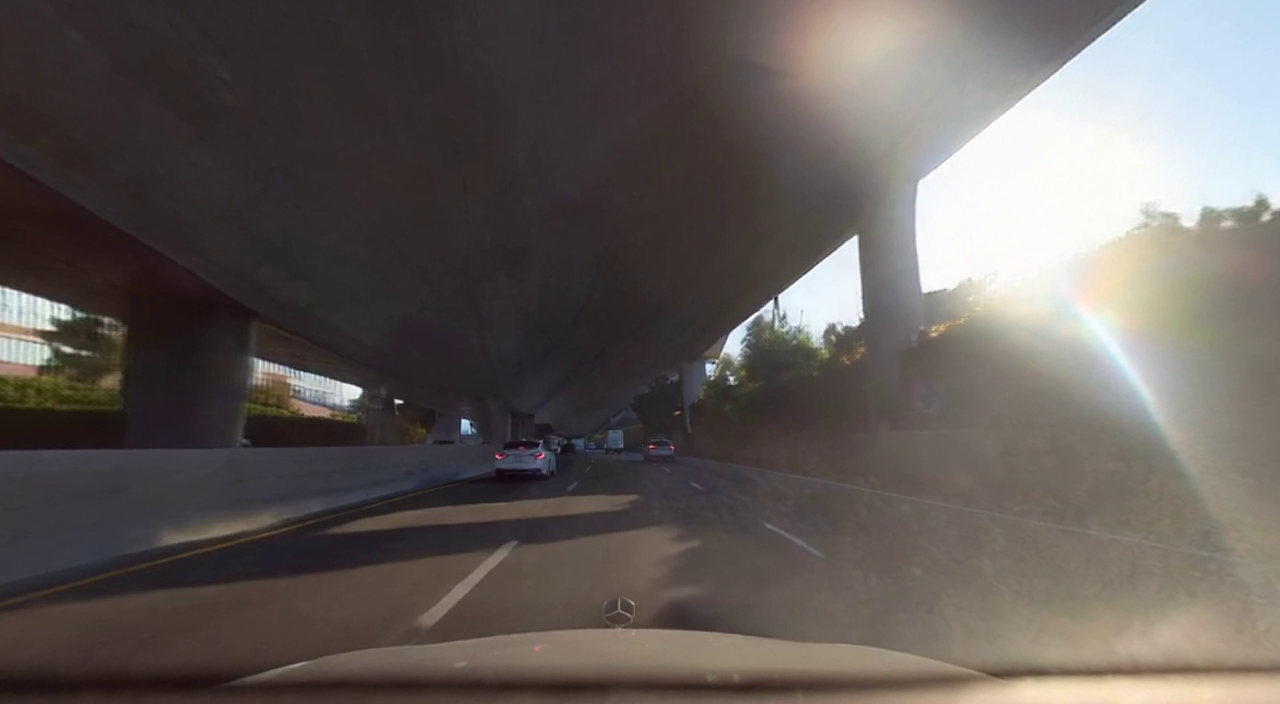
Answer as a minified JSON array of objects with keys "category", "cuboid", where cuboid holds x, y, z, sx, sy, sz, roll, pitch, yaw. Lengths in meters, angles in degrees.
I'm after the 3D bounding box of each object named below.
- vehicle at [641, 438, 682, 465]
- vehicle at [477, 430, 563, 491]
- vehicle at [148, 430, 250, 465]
[{"category":"vehicle","cuboid":[1.310,6.378,40.444,2.078,1.608,3.982,0,-8,-6]},{"category":"vehicle","cuboid":[-3.762,3.460,20.517,2.080,1.733,4.410,0,-8,-2]},{"category":"vehicle","cuboid":[-26.091,5.680,37.449,2.151,1.906,4.729,-2,-8,9]}]
